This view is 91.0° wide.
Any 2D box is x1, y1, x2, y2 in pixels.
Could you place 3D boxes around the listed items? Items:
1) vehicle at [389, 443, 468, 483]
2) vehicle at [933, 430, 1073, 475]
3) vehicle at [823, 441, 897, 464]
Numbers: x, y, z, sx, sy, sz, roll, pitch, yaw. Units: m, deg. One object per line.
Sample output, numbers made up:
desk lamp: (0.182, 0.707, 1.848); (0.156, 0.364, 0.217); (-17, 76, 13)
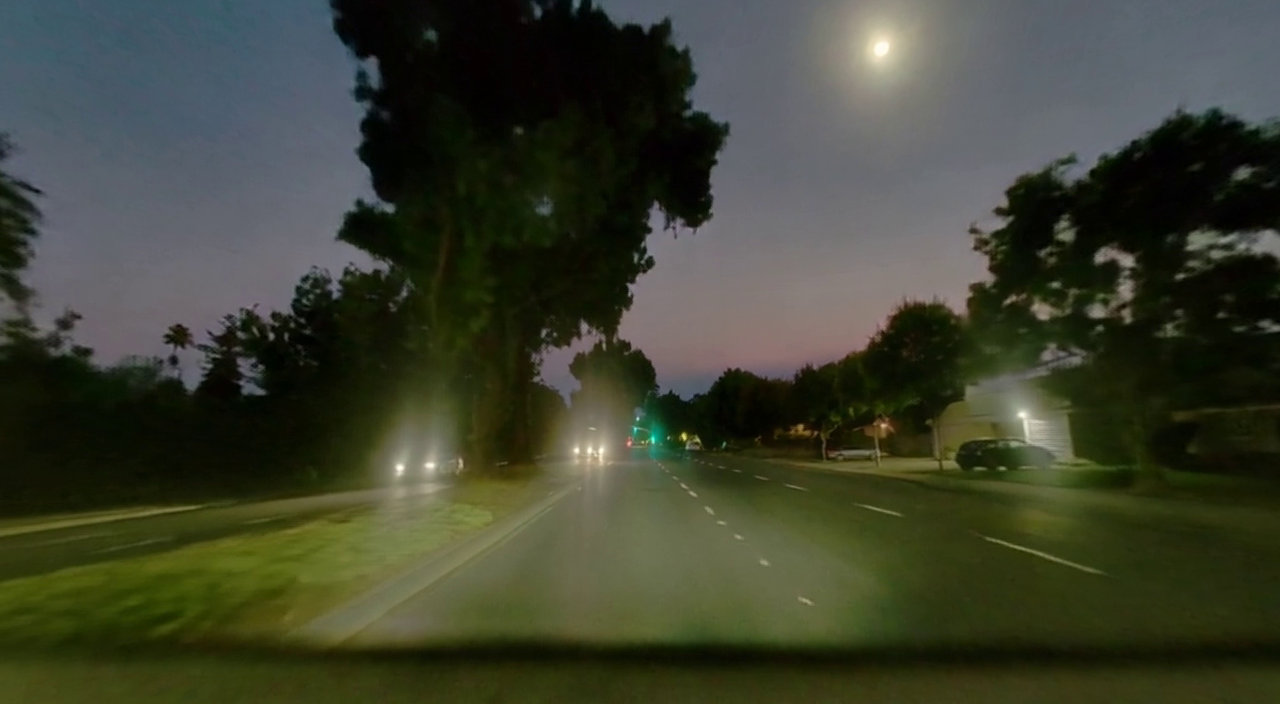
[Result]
vehicle: (-9.831, 5.190, 29.711); (2.000, 1.728, 4.587); (0, -8, 2)
vehicle: (14.433, 4.007, 25.228); (4.386, 1.711, 1.929); (0, -8, 1)
vehicle: (15.659, 7.154, 44.901); (4.500, 1.390, 1.864); (-1, -7, -3)
